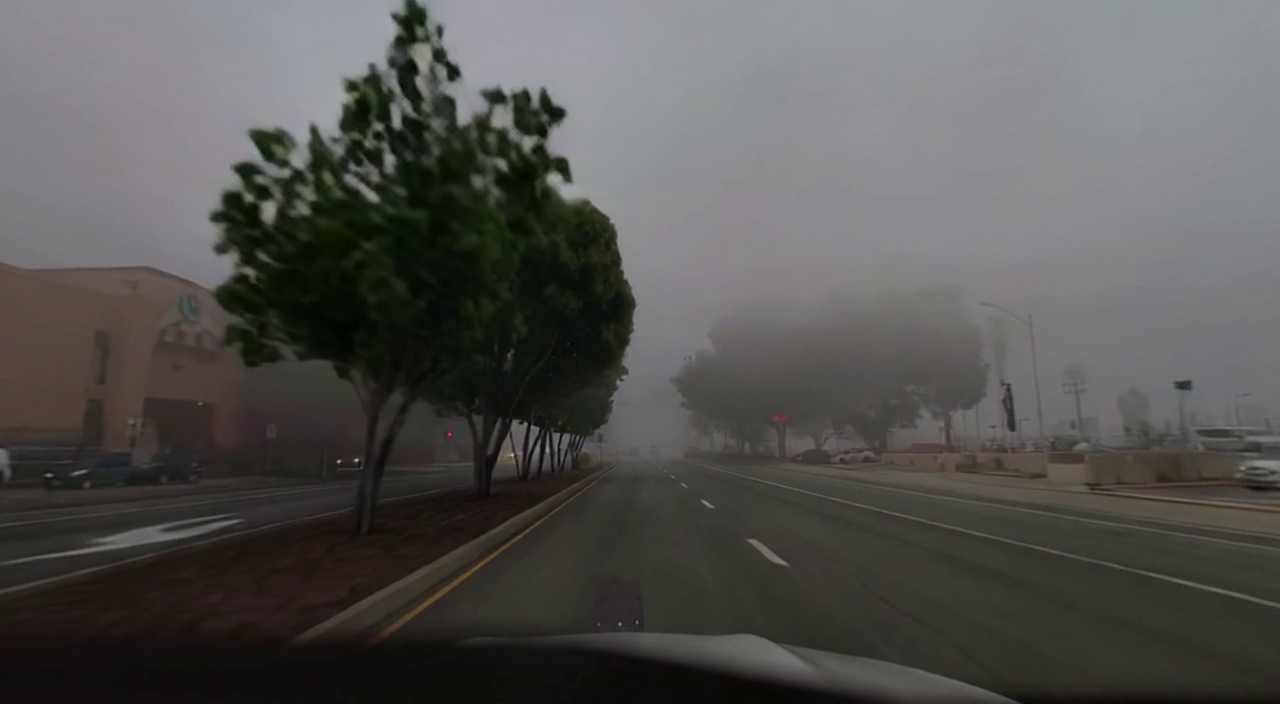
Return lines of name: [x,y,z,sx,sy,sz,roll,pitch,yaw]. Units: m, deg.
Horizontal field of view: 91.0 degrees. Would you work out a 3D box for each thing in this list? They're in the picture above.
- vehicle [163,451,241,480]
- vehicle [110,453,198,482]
vehicle: [-26.579,6.918,38.394,1.914,1.581,4.486,-1,-9,-6]
vehicle: [-29.108,6.902,37.853,1.883,1.575,4.314,-1,-10,-1]
